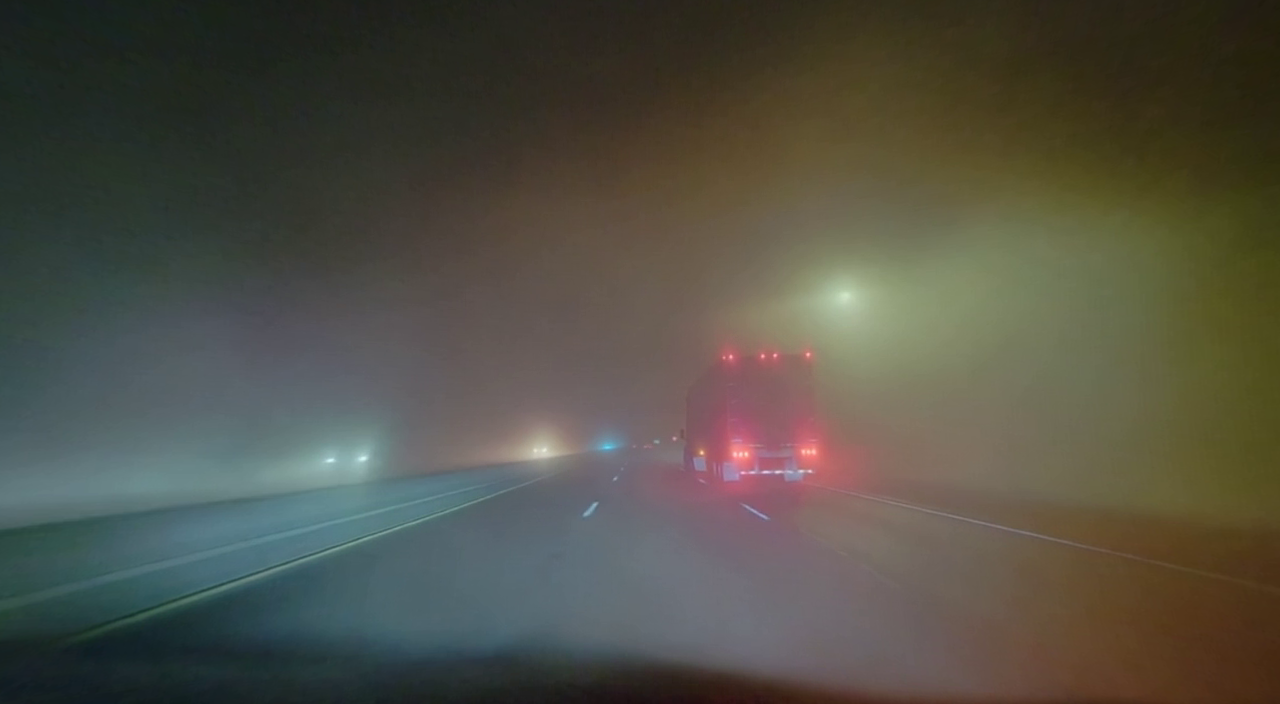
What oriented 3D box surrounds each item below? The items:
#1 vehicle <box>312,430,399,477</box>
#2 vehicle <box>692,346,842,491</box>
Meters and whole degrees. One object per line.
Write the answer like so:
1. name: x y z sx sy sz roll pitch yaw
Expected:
1. vehicle: -18.303 6.553 40.845 2.512 2.796 6.375 0 -8 1
2. vehicle: 4.174 2.917 24.938 2.933 4.100 14.317 0 -8 0
